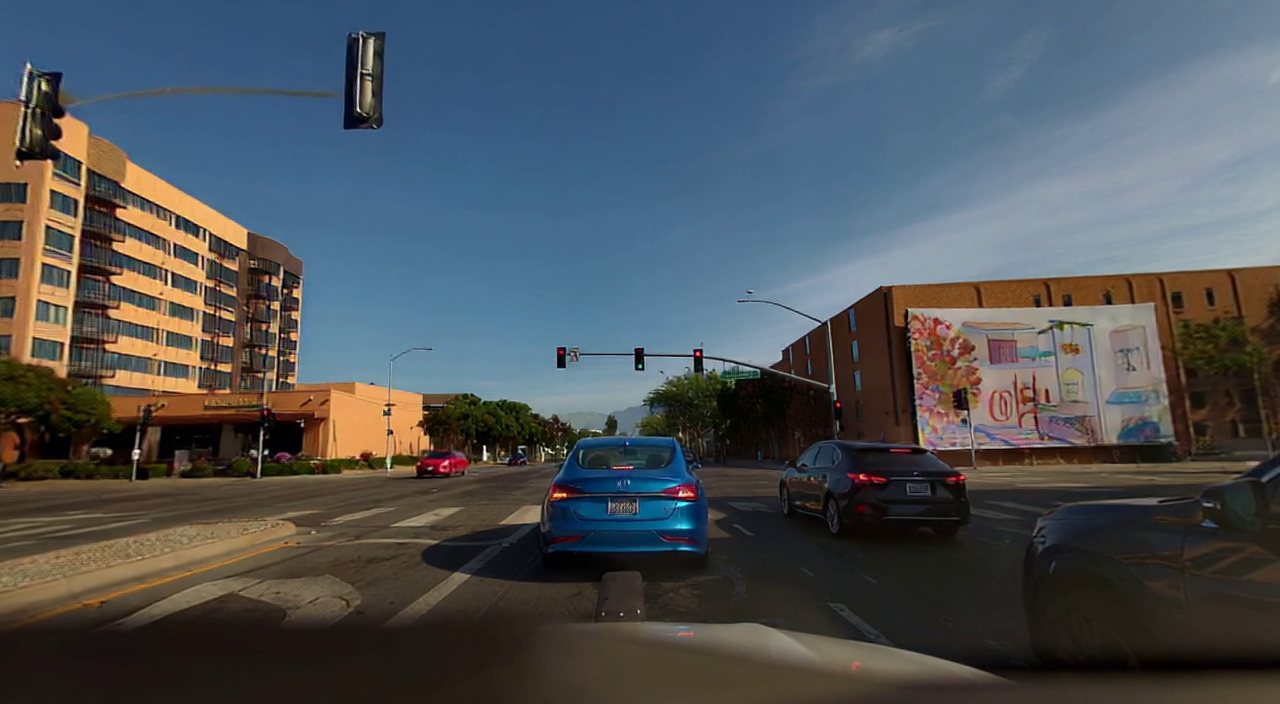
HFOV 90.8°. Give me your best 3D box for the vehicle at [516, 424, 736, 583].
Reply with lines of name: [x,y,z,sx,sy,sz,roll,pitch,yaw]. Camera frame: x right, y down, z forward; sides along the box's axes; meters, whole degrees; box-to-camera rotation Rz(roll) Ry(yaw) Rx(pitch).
vehicle: [-0.141,1.740,8.051,2.095,1.502,3.873,0,-8,0]

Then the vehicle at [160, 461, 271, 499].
vehicle: [-19.075,5.760,28.702,1.942,1.453,4.448,0,-9,0]

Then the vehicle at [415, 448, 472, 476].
vehicle: [-11.674,6.558,37.877,1.887,1.516,4.524,0,-8,1]

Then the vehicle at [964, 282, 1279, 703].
vehicle: [3.001,0.629,1.576,2.047,1.785,4.357,0,-8,0]

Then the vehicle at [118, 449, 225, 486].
vehicle: [-27.480,6.752,37.359,2.300,1.932,5.056,-1,-8,2]

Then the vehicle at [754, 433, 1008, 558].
vehicle: [3.212,1.995,9.598,2.009,1.414,4.416,0,-8,-2]

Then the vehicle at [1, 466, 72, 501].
vehicle: [-27.999,6.076,29.449,1.972,1.433,4.324,8,-12,-39]

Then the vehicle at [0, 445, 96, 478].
vehicle: [-35.655,6.449,37.430,2.145,1.797,5.198,-1,-9,1]
